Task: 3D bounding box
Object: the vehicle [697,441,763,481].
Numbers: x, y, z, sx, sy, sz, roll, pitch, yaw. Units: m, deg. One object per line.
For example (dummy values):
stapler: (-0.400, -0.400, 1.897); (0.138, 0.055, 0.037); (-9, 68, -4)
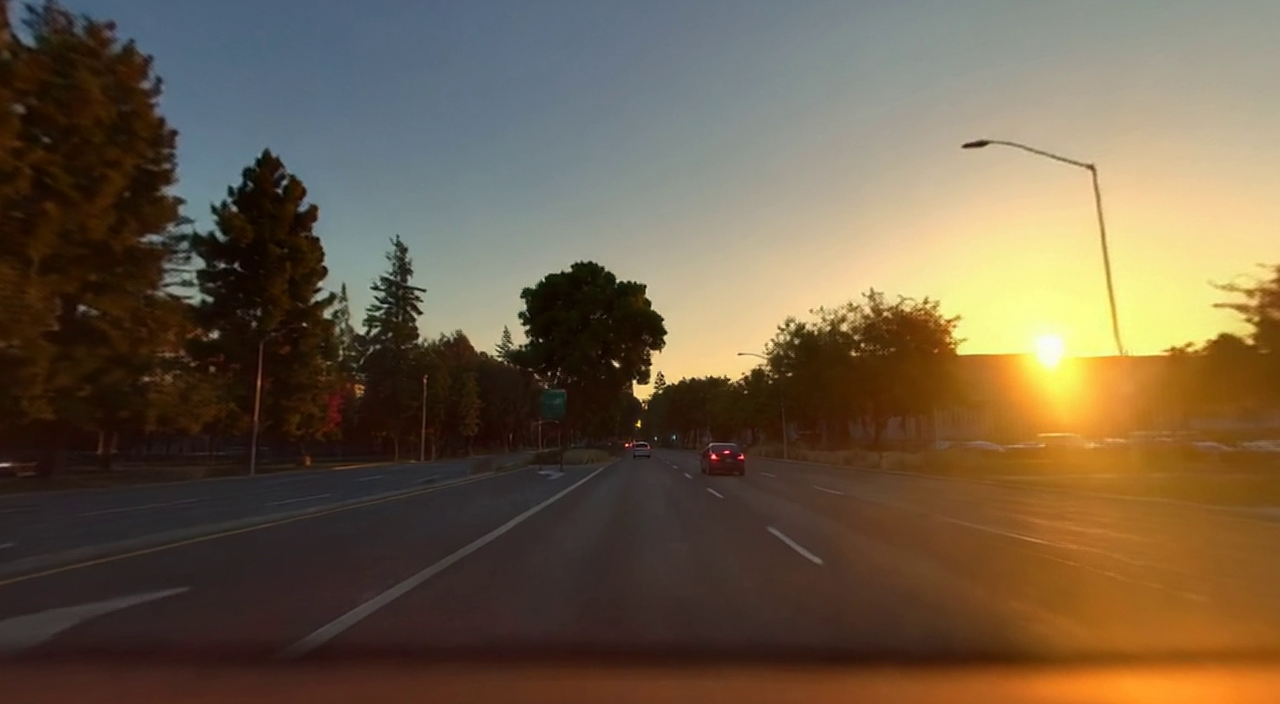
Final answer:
vehicle: (3.638, 4.505, 26.415); (1.948, 1.479, 4.620); (0, -9, -2)
